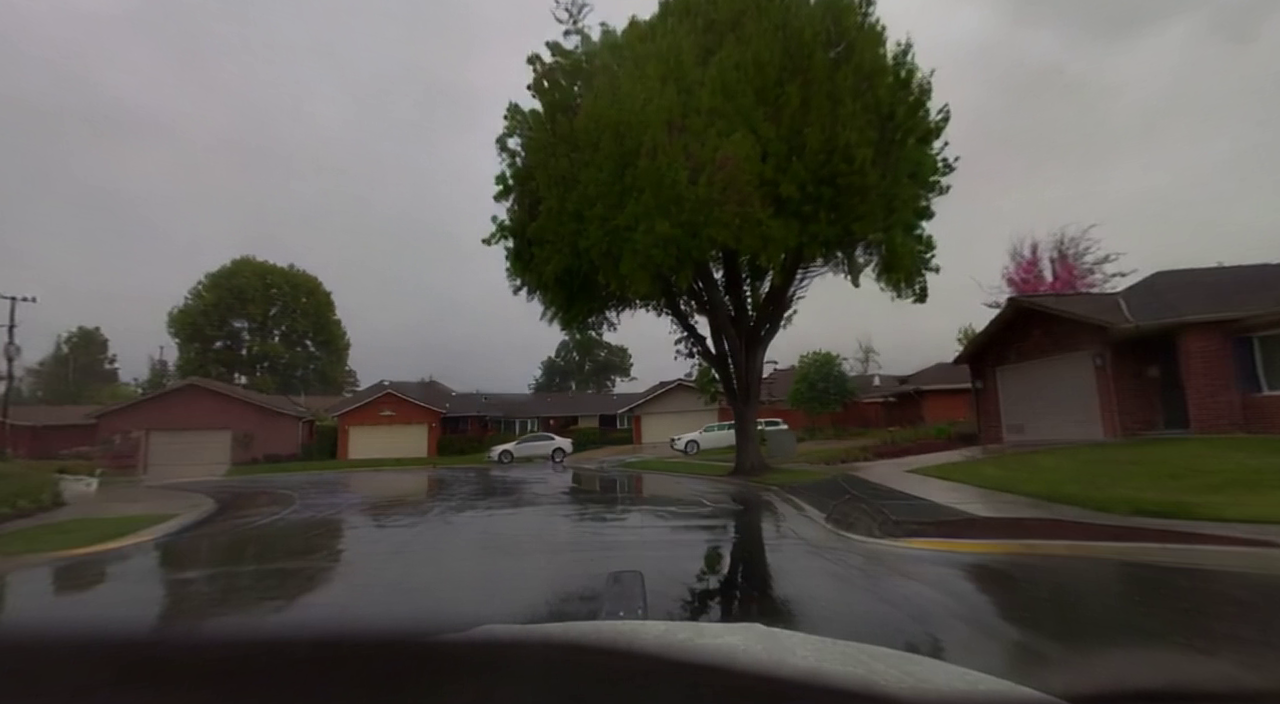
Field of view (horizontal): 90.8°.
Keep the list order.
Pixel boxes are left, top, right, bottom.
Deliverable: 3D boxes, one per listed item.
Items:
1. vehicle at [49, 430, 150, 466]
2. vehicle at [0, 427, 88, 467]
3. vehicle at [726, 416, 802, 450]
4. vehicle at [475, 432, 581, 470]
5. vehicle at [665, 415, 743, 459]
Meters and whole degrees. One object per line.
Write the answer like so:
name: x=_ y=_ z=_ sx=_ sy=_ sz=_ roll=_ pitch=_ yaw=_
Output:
vehicle: x=-27.644 y=4.898 z=32.337 sx=4.237 sy=1.728 sz=2.203 roll=-4 pitch=-9 yaw=25
vehicle: x=-28.638 y=4.449 z=29.610 sx=3.913 sy=1.785 sz=2.147 roll=-2 pitch=-9 yaw=14
vehicle: x=6.965 y=4.559 z=35.140 sx=2.152 sy=1.773 sz=4.495 roll=-7 pitch=-11 yaw=40
vehicle: x=-5.580 y=5.014 z=31.984 sx=4.815 sy=1.827 sz=2.147 roll=-1 pitch=-9 yaw=8
vehicle: x=3.651 y=4.696 z=35.474 sx=2.310 sy=1.701 sz=4.280 roll=1 pitch=2 yaw=40
